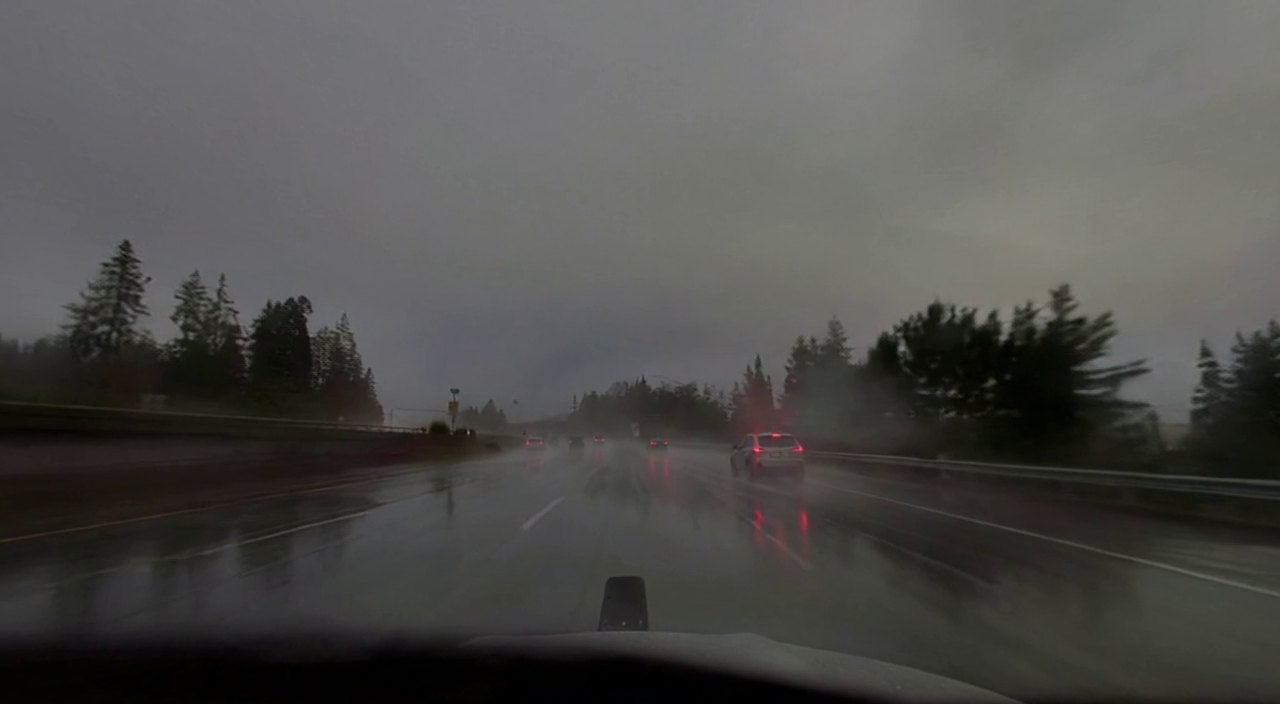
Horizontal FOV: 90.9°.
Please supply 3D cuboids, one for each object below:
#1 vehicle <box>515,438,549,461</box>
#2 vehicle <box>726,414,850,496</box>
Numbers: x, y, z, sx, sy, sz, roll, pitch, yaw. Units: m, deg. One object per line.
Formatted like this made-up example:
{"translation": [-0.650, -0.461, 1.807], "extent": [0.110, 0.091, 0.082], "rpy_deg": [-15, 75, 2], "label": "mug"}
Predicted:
{"translation": [-8.040, 7.276, 47.305], "extent": [2.064, 1.645, 4.286], "rpy_deg": [0, -8, -4], "label": "vehicle"}
{"translation": [3.588, 2.607, 16.235], "extent": [2.043, 1.795, 4.347], "rpy_deg": [0, -8, -1], "label": "vehicle"}
